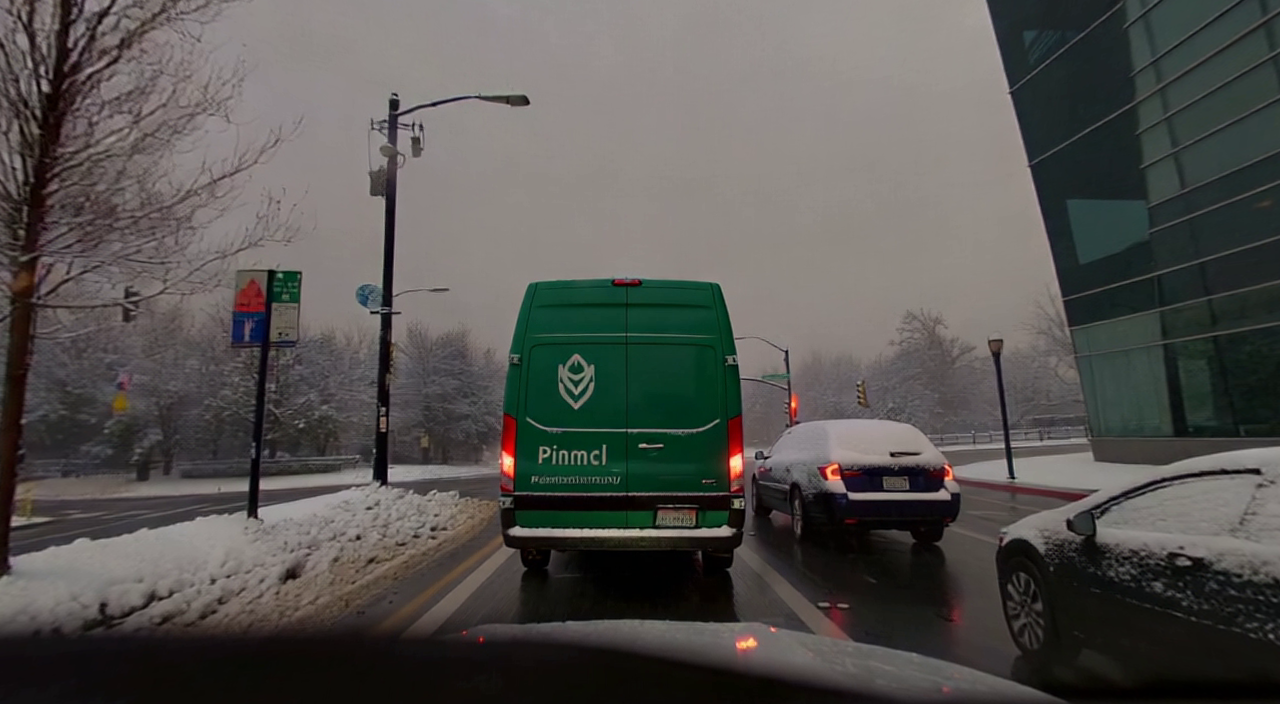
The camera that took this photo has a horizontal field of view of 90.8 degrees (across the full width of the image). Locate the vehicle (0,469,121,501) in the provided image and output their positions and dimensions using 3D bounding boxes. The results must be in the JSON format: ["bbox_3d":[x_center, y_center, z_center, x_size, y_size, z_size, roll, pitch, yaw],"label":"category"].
[{"bbox_3d":[-29.871,6.747,32.179,4.888,1.481,1.873,1,-9,-10],"label":"vehicle"}]

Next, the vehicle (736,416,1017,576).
[{"bbox_3d":[2.864,1.865,9.045,2.183,1.676,4.506,0,-8,-1],"label":"vehicle"}]

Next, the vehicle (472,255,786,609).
[{"bbox_3d":[-0.052,1.174,9.103,2.613,3.035,7.342,0,-8,1],"label":"vehicle"}]

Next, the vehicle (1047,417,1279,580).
[{"bbox_3d":[7.520,1.585,7.025,1.963,1.669,4.678,3,-9,-20],"label":"vehicle"}]
